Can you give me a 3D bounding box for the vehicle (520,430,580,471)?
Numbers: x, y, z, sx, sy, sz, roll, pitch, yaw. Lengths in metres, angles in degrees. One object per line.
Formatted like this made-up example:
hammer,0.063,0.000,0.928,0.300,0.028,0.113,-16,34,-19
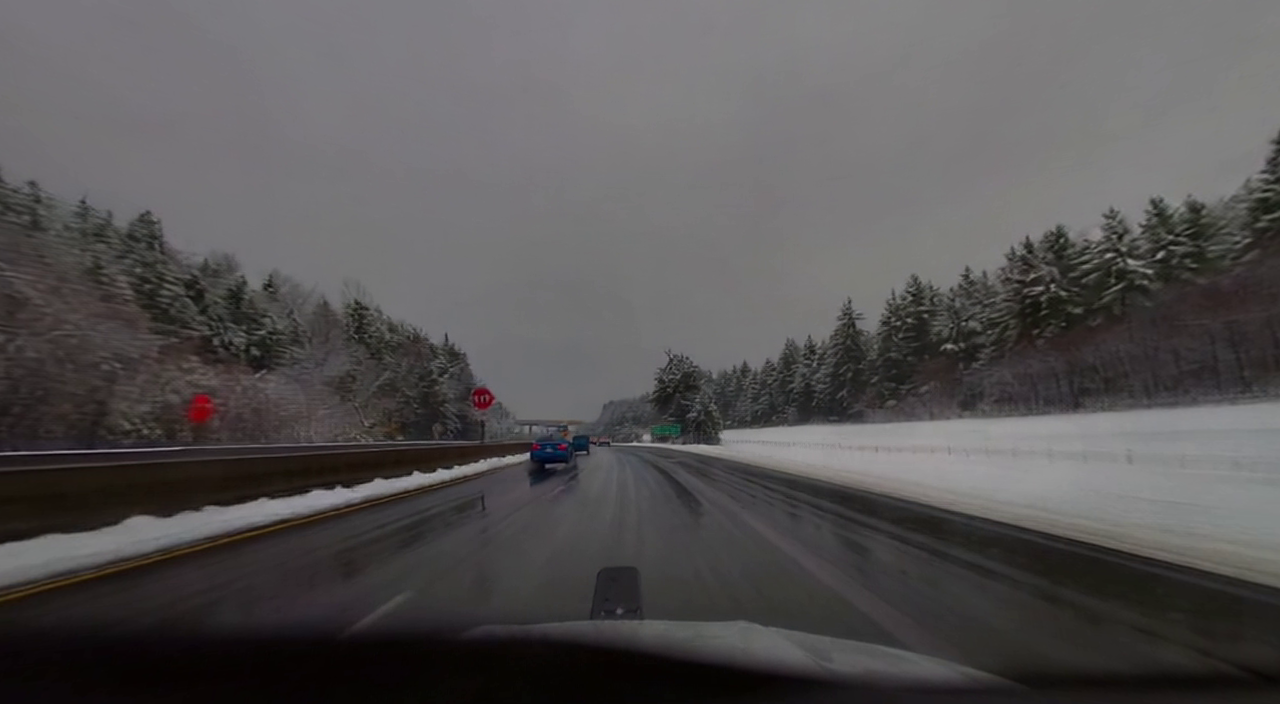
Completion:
vehicle,-3.823,4.277,27.663,2.047,1.612,4.631,0,-8,-1
